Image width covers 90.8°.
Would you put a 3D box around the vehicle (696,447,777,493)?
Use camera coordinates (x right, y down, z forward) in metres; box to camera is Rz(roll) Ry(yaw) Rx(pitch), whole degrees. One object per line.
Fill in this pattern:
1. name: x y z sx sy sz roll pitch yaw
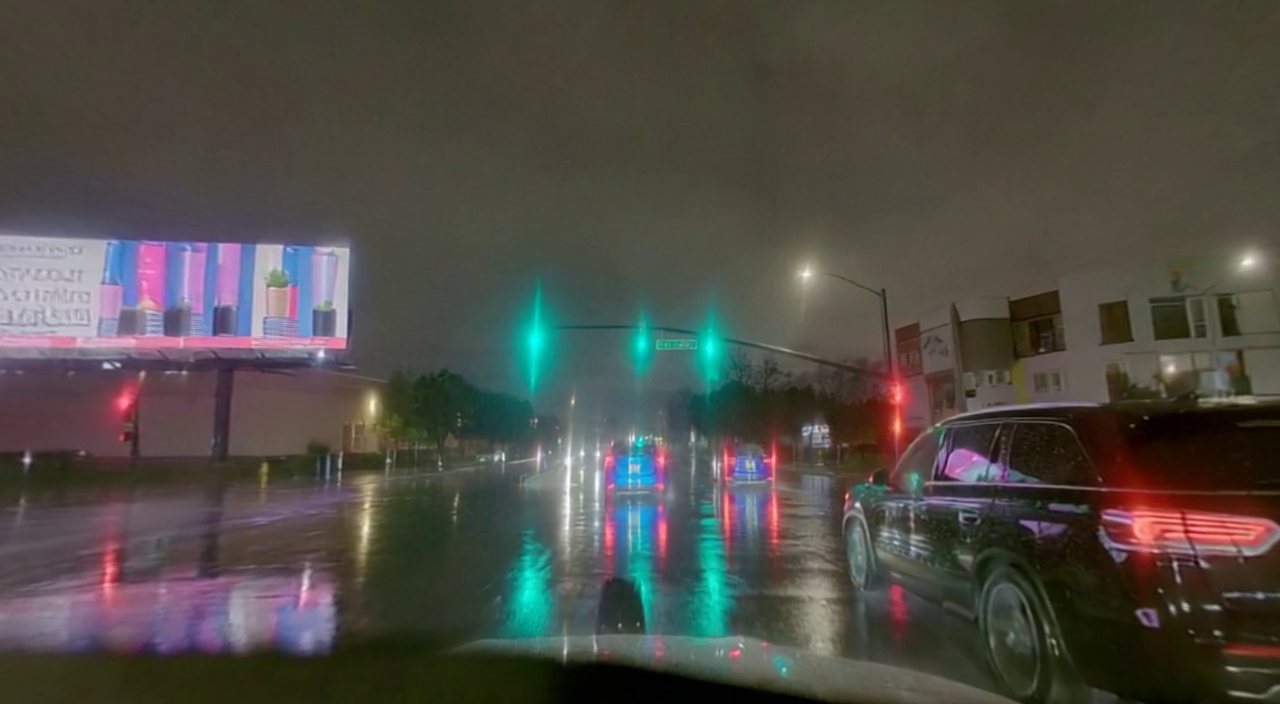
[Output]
1. vehicle: 3.232 4.042 22.060 2.009 1.414 4.416 0 -8 -2

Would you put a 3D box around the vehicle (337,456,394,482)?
1. vehicle: -19.160 8.151 44.342 1.942 1.628 4.721 0 -9 -1

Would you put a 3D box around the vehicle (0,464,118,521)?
1. vehicle: -19.167 4.329 19.733 1.942 1.453 4.448 -1 -8 0

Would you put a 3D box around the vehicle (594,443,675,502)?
1. vehicle: -0.180 3.400 18.288 2.095 1.502 3.873 0 -8 -1

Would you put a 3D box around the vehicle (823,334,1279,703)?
1. vehicle: 3.001 1.132 4.435 2.047 1.785 4.357 0 -8 -1
